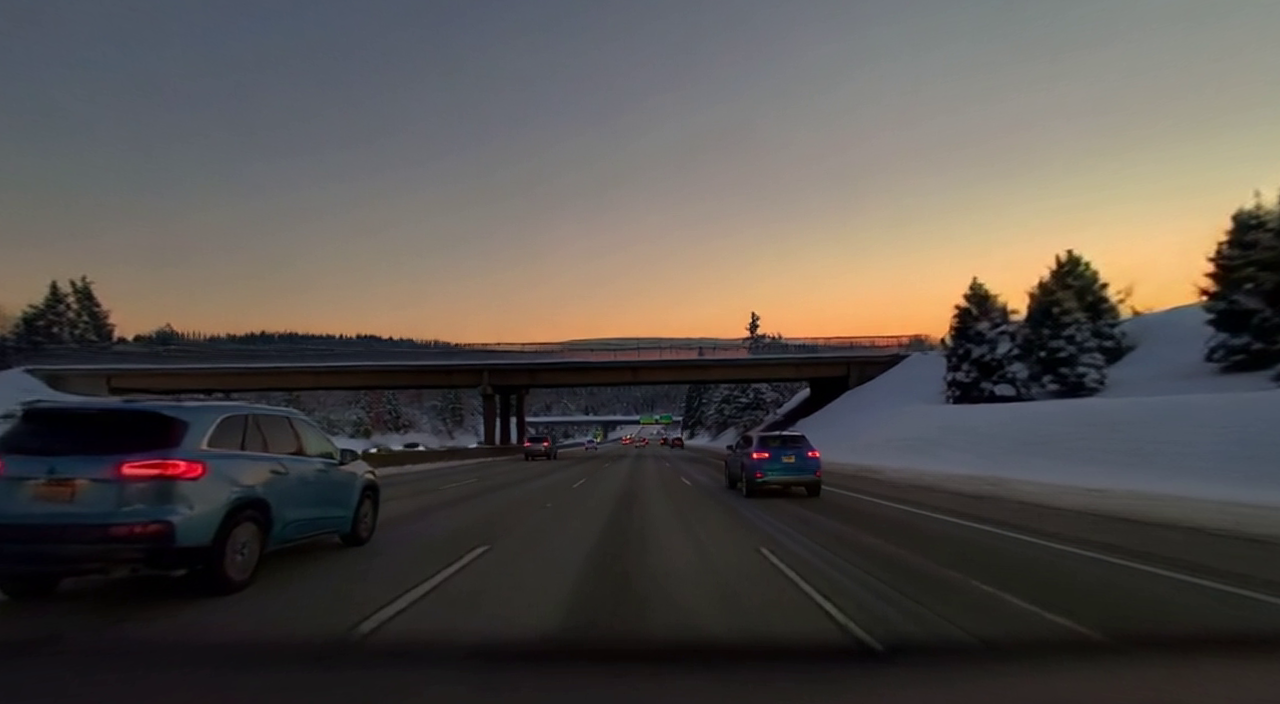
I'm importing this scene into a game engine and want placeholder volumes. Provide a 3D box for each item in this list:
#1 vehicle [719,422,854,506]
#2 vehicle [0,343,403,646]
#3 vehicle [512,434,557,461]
[{"bbox_3d":[3.381,2.693,15.648,2.185,1.749,4.477,0,-8,-1],"label":"vehicle"},{"bbox_3d":[-4.291,1.207,6.329,2.018,1.872,4.728,0,-8,0],"label":"vehicle"},{"bbox_3d":[-7.482,6.828,45.330,2.193,1.818,4.995,0,-8,1],"label":"vehicle"}]
